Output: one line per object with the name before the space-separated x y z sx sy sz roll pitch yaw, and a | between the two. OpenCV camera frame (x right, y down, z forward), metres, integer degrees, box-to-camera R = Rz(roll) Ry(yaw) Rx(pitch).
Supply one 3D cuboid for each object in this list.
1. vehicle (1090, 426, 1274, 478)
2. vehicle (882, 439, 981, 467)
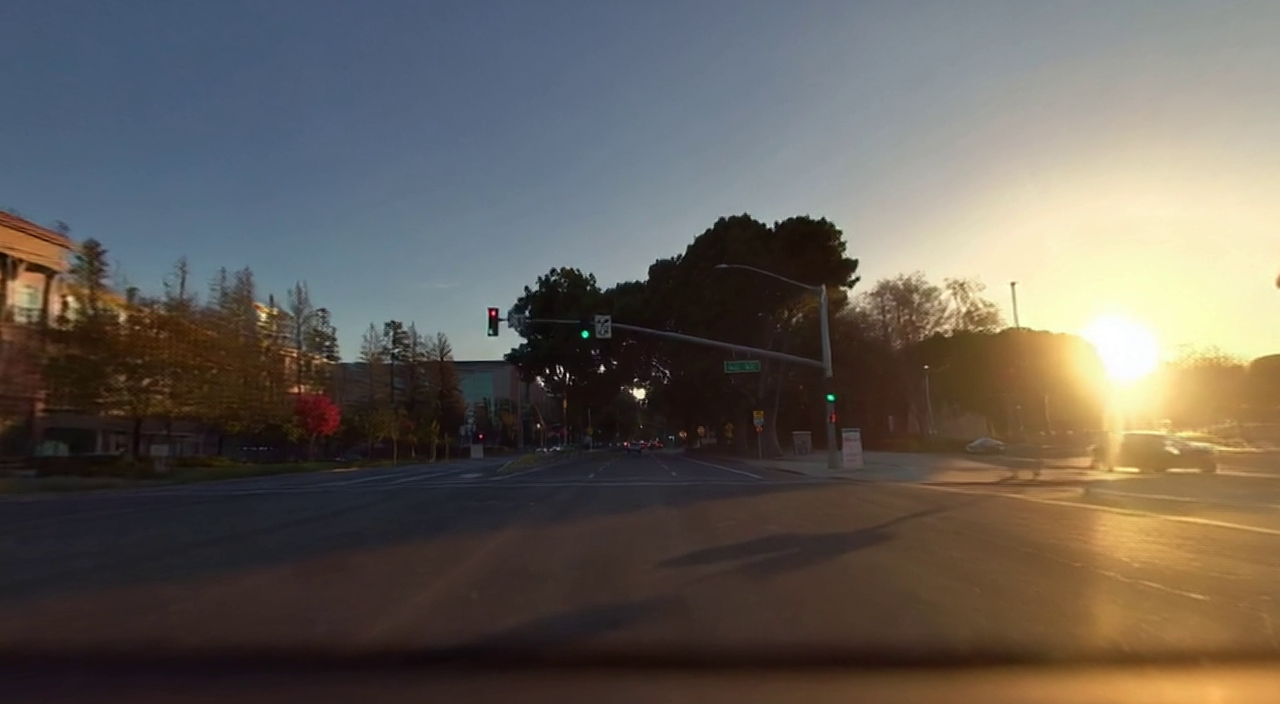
vehicle | 23.657 4.438 28.154 2.802 1.992 6.440 -2 -9 5
vehicle | 16.077 5.587 34.996 4.483 1.452 1.924 0 -8 -1
